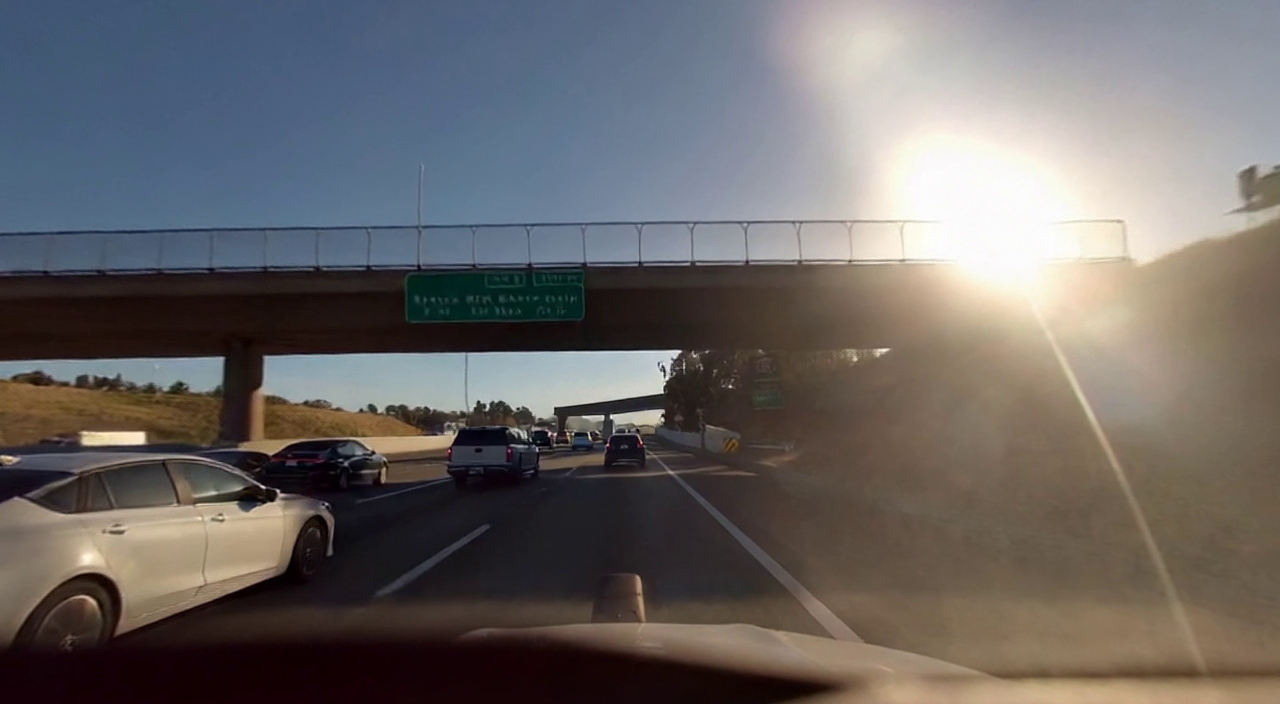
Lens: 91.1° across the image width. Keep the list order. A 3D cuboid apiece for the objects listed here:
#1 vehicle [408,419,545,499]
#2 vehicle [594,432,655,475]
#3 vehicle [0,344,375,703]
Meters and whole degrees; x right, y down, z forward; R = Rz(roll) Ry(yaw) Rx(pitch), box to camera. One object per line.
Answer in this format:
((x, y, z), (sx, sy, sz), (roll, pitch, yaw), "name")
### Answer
((-3.836, 2.590, 15.747), (2.154, 1.690, 4.595), (0, -8, 0), "vehicle")
((-0.553, 3.736, 23.490), (2.070, 1.452, 3.834), (0, -8, -1), "vehicle")
((-3.846, 1.050, 4.384), (2.107, 1.703, 4.274), (0, -8, 0), "vehicle")
